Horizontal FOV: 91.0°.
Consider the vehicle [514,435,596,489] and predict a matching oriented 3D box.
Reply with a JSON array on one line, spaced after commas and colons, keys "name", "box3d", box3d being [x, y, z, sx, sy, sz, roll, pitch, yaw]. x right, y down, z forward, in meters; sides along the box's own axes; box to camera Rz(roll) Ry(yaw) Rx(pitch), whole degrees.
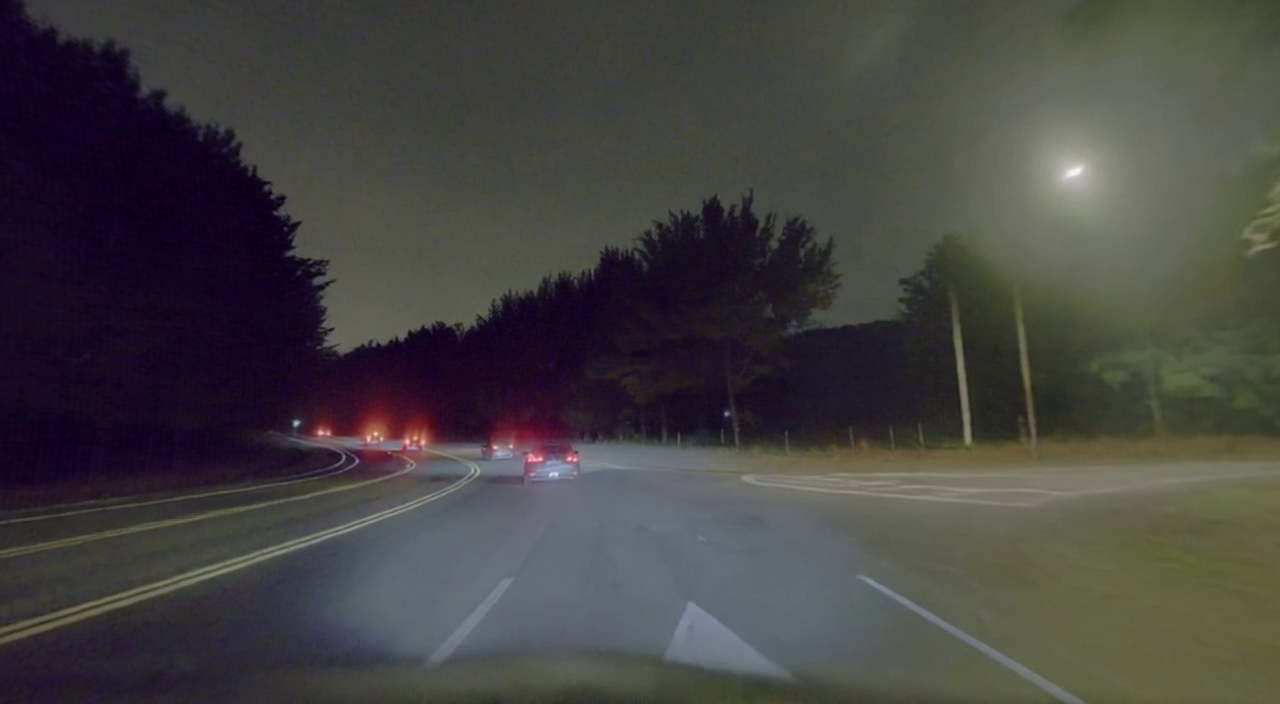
[{"name": "vehicle", "box3d": [-2.819, 3.446, 20.022, 2.296, 1.510, 4.068, 2, -9, -11]}]

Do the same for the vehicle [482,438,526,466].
[{"name": "vehicle", "box3d": [-8.077, 5.875, 37.059, 2.080, 1.530, 3.719, 3, -9, -19]}]
